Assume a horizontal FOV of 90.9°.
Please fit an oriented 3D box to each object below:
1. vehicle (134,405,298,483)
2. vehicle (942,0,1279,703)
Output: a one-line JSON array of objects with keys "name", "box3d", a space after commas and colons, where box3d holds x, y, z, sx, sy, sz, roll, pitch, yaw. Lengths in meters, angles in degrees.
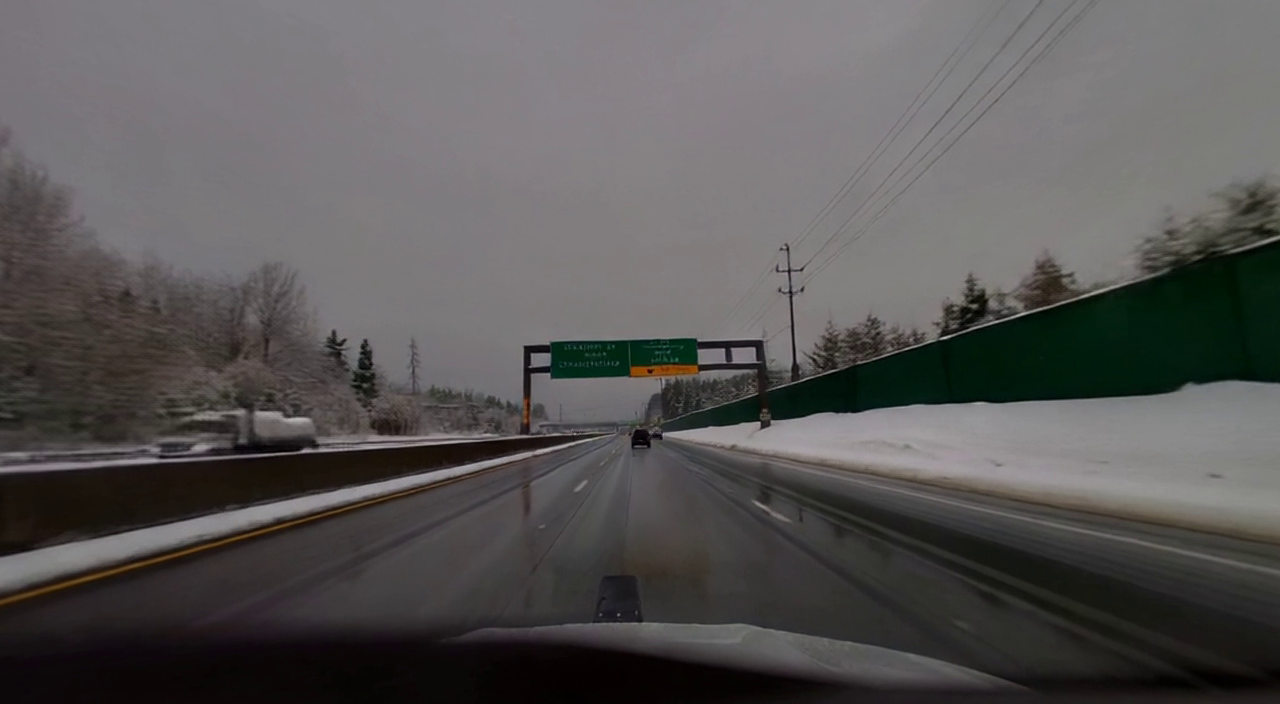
[{"name": "vehicle", "box3d": [-19.963, 4.358, 30.452, 2.595, 3.164, 7.830, 2, -7, -2]}, {"name": "vehicle", "box3d": [3.804, -0.380, 1.514, 3.031, 3.881, 5.944, 0, -8, -1]}]
